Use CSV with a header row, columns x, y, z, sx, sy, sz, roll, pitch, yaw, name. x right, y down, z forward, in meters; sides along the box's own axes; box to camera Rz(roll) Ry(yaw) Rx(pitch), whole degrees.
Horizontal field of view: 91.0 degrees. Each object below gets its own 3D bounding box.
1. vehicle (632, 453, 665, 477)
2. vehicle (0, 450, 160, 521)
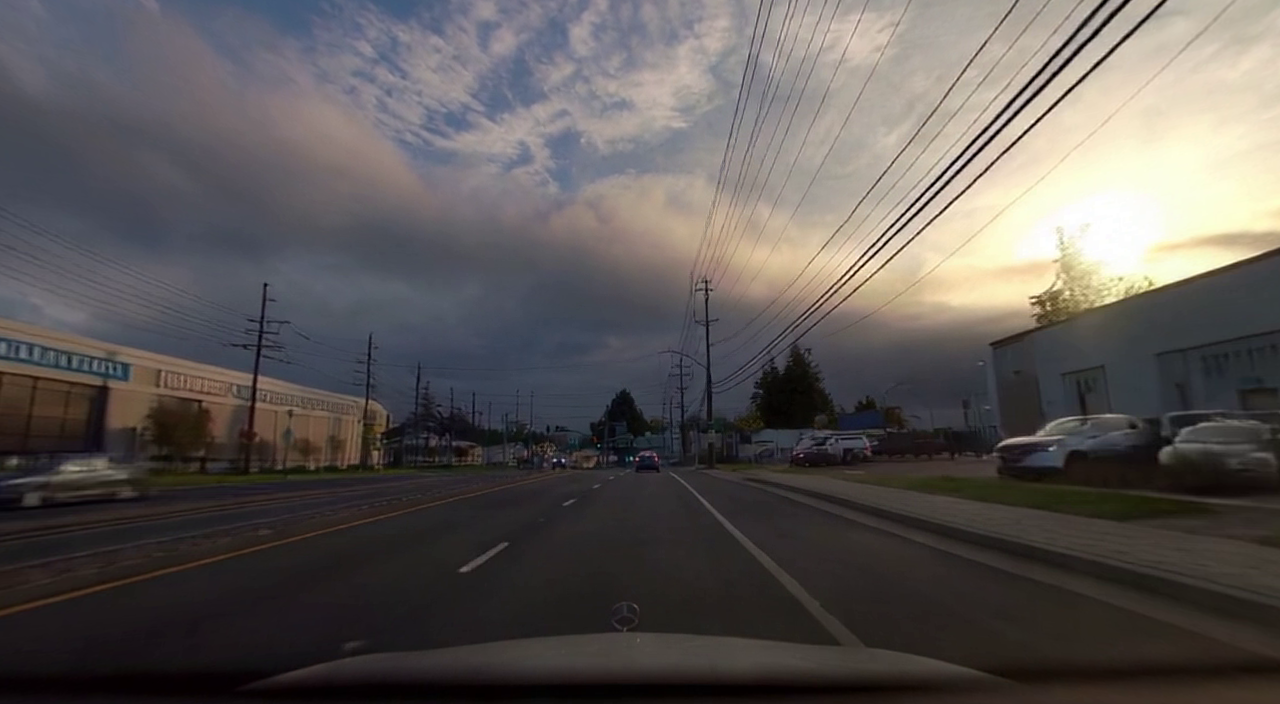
x,y,z,sx,sy,sz,roll,pitch,yaw,name
0.581,7.652,42.826,2.114,1.492,4.453,0,-9,0,vehicle
-14.363,3.138,15.312,1.831,1.474,4.352,0,-9,1,vehicle
